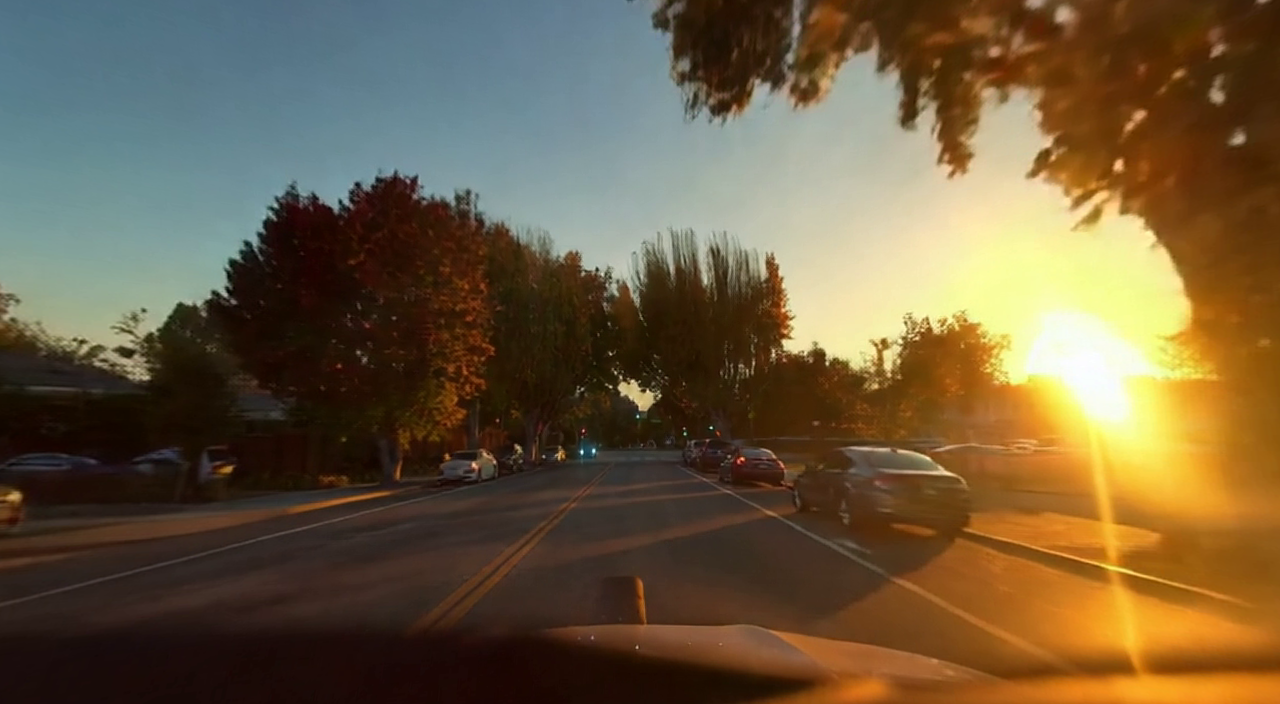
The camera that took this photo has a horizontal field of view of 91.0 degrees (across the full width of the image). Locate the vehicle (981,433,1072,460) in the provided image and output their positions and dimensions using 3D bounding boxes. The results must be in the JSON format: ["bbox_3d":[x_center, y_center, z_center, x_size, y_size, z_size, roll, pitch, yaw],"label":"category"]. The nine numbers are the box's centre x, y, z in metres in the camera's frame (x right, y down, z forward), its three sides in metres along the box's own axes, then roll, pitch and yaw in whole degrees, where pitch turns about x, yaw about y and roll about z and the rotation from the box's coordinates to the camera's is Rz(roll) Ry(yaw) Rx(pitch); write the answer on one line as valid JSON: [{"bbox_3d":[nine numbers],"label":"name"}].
[{"bbox_3d":[25.615,6.283,41.823,4.572,1.771,2.081,0,-9,1],"label":"vehicle"}]

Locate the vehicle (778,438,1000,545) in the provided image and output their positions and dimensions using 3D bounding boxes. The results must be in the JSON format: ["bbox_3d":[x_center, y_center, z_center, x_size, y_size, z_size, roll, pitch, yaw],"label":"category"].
[{"bbox_3d":[4.005,2.307,11.214,2.005,1.466,4.767,0,-8,0],"label":"vehicle"}]

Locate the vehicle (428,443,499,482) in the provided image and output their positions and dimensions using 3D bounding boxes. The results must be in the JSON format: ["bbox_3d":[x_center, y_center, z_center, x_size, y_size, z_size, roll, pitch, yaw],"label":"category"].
[{"bbox_3d":[-7.555,4.756,27.314,1.976,1.554,3.654,0,-8,1],"label":"vehicle"}]

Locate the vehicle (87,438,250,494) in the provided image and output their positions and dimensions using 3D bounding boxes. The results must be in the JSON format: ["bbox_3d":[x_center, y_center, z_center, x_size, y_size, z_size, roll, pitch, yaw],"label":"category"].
[{"bbox_3d":[-14.189,3.435,19.270,1.921,1.518,3.799,0,-9,2],"label":"vehicle"}]

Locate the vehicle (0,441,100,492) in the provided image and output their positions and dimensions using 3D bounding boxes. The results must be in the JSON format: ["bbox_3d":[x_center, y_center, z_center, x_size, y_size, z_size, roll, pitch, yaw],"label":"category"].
[{"bbox_3d":[-20.094,3.623,19.842,1.880,1.510,4.758,-2,-10,0],"label":"vehicle"}]

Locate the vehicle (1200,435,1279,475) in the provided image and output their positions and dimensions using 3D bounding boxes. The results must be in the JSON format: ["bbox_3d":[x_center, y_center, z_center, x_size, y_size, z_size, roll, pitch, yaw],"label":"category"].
[{"bbox_3d":[25.745,4.169,25.602,3.778,1.560,2.141,0,-8,0],"label":"vehicle"}]

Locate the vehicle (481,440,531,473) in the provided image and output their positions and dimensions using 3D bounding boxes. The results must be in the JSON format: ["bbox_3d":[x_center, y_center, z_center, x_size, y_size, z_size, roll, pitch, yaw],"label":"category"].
[{"bbox_3d":[-7.550,5.935,35.908,1.994,1.718,4.518,0,-8,-1],"label":"vehicle"}]

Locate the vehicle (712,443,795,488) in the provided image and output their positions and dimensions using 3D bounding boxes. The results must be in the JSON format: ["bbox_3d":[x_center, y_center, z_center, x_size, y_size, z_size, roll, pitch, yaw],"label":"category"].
[{"bbox_3d":[3.904,3.969,22.409,2.036,1.405,4.312,0,-8,-1],"label":"vehicle"}]
